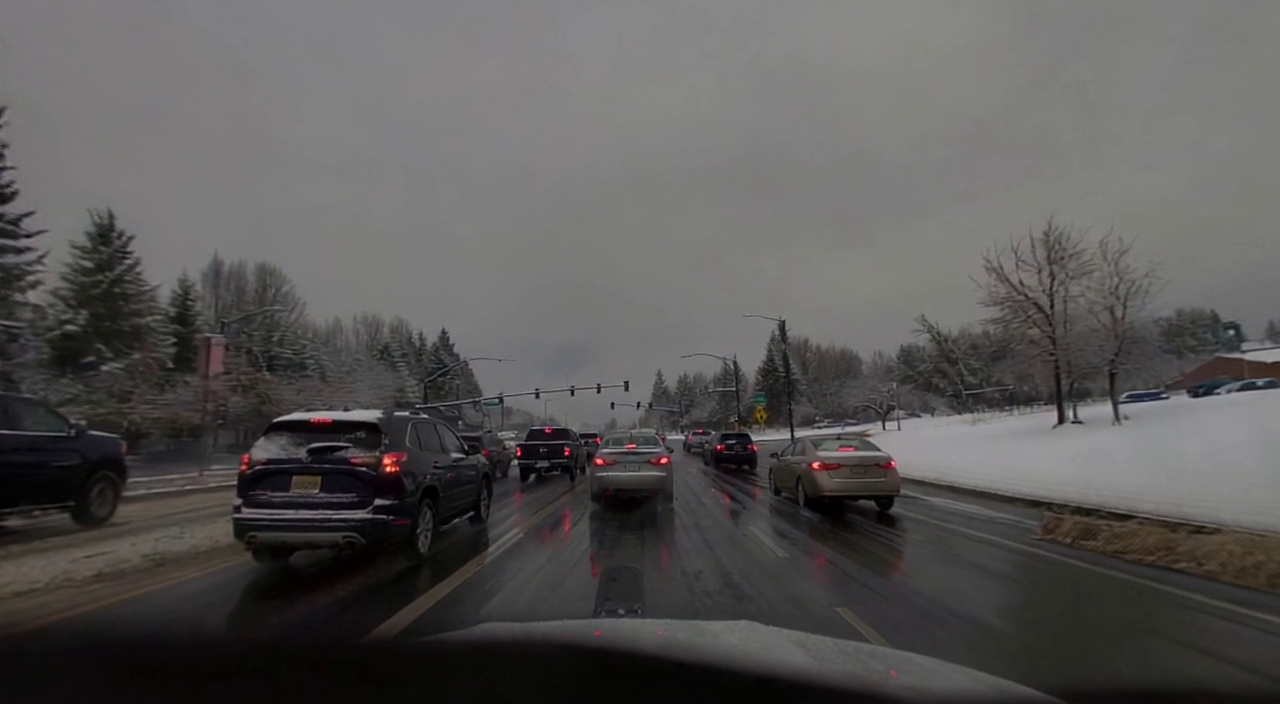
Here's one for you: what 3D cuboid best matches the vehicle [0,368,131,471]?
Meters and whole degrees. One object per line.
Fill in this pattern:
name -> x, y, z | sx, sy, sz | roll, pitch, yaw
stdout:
vehicle -> -27.938, 2.634, 24.894 | 3.181, 4.189, 14.107 | -1, -8, 5

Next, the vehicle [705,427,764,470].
vehicle -> 4.320, 4.500, 29.605 | 2.099, 1.845, 4.363 | 0, -8, 0

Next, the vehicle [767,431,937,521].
vehicle -> 3.903, 2.347, 12.496 | 1.884, 1.463, 4.195 | 0, -8, 0

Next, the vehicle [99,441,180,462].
vehicle -> -37.224, 7.418, 47.067 | 4.384, 1.462, 1.854 | -1, -8, -1

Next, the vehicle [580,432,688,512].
vehicle -> -0.099, 2.566, 14.067 | 2.030, 1.477, 4.330 | 0, -8, 0

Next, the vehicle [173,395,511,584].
vehicle -> -3.319, 1.665, 8.594 | 2.111, 1.745, 5.274 | 0, -8, -1

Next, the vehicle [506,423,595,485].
vehicle -> -2.884, 3.428, 21.441 | 2.218, 1.829, 4.492 | -1, -8, 2
